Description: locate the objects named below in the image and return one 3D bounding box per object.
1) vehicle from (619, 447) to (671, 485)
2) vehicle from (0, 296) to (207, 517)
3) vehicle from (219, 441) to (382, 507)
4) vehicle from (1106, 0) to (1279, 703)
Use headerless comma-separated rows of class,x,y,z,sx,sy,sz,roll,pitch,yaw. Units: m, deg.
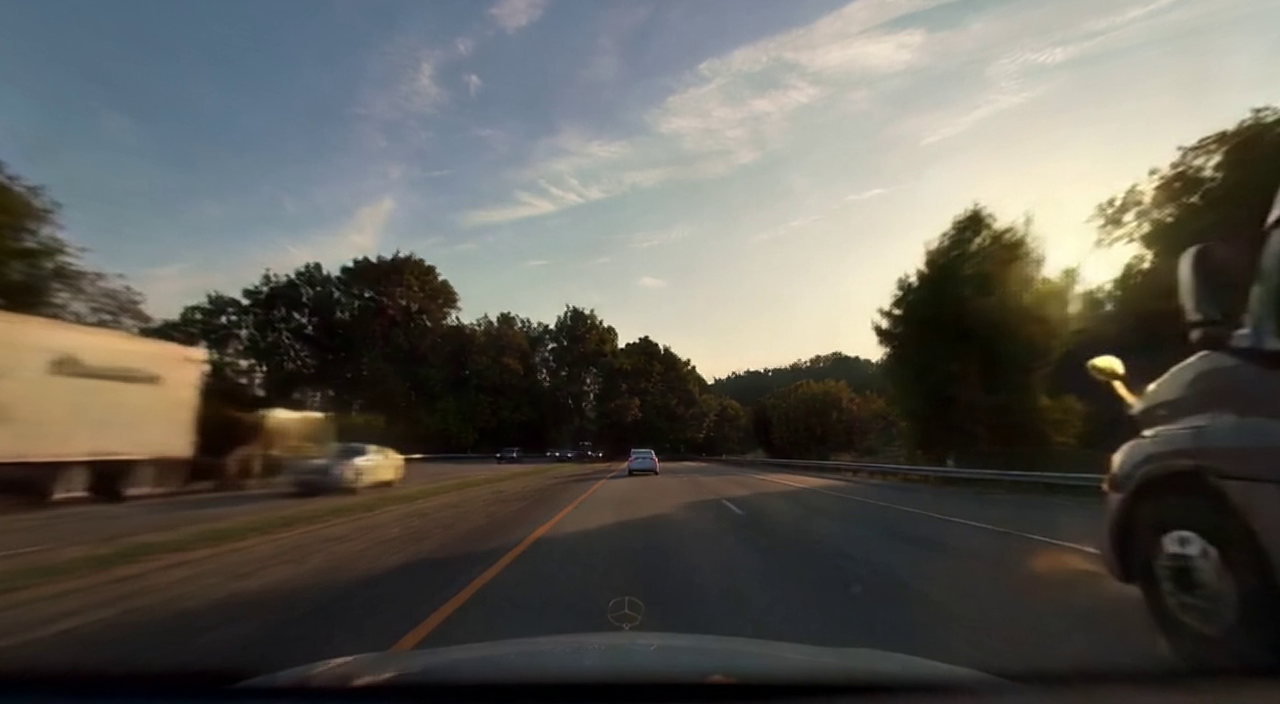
vehicle,0.185,4.951,27.785,2.114,1.523,4.012,0,-9,-1
vehicle,-13.167,0.994,11.548,2.977,3.982,10.269,0,-9,1
vehicle,-8.458,3.049,16.202,1.851,1.457,4.155,0,-9,0
vehicle,4.367,-0.554,0.684,3.010,3.911,5.858,0,-9,0
